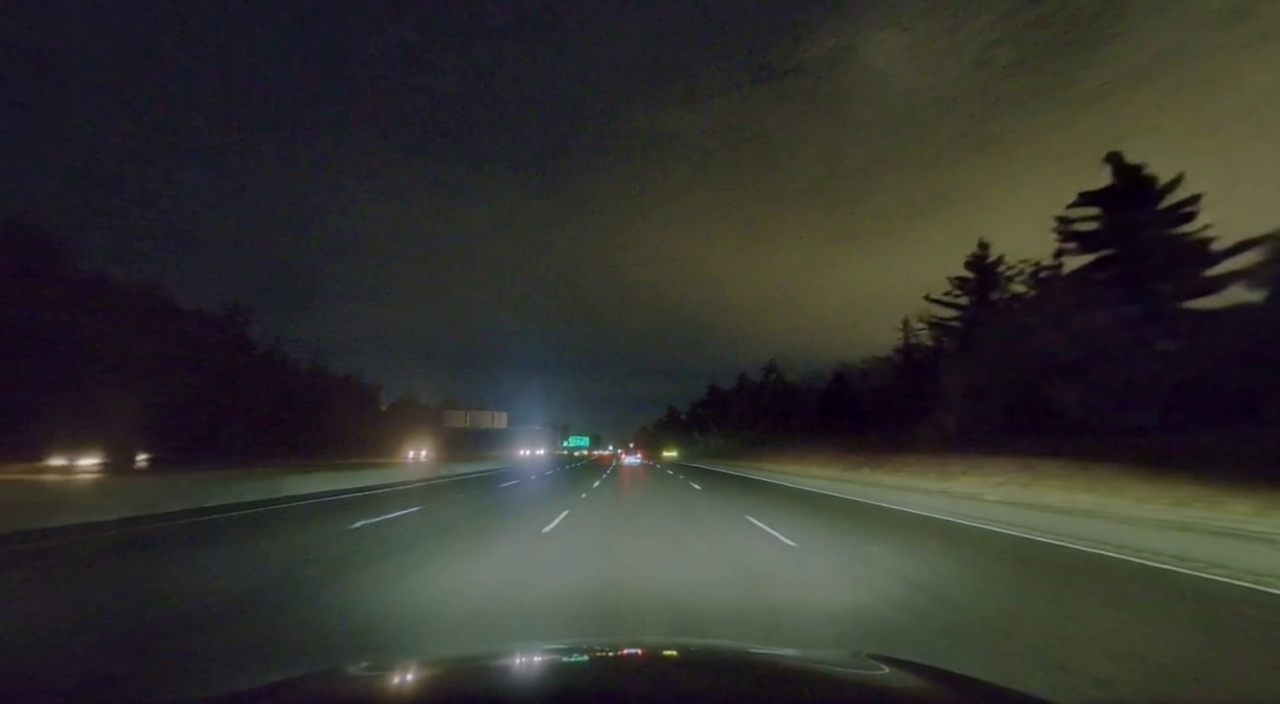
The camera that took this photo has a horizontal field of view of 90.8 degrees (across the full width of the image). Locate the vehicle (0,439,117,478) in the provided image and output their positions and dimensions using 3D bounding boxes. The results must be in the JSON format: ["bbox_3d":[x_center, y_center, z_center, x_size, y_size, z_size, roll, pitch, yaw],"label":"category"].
[{"bbox_3d":[-24.607,4.389,26.237,1.834,1.458,4.546,0,-9,0],"label":"vehicle"}]
